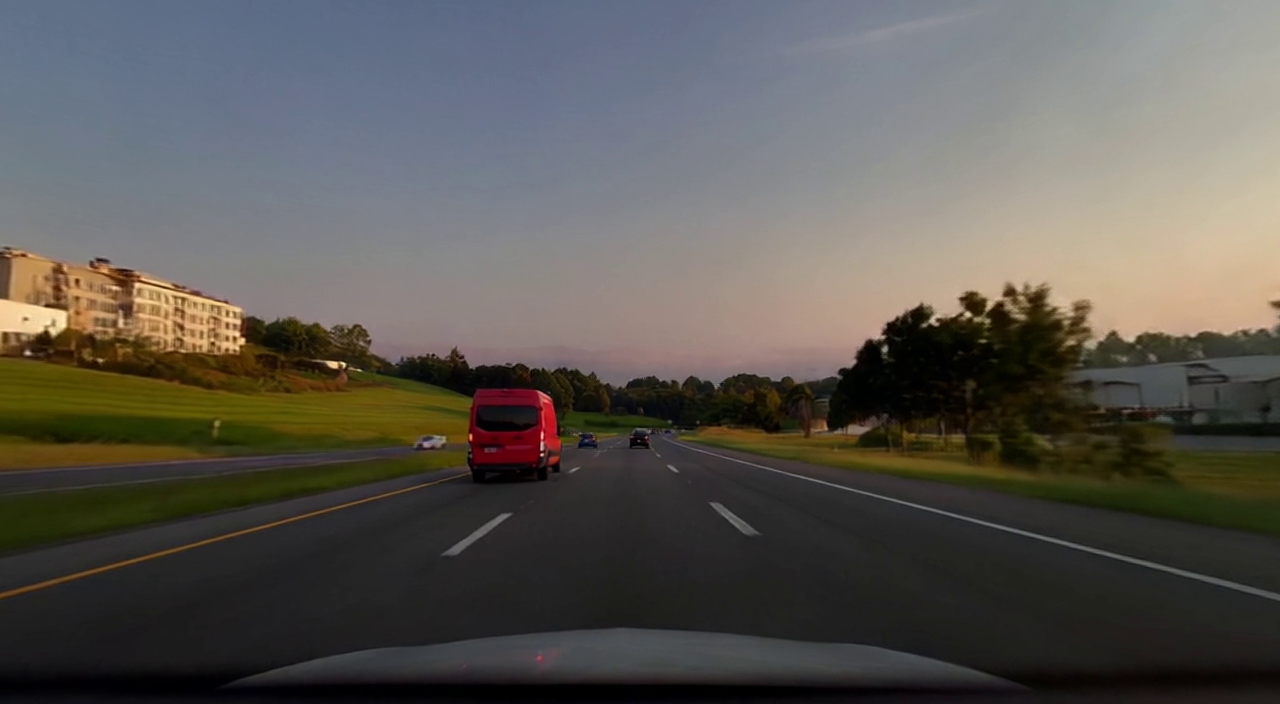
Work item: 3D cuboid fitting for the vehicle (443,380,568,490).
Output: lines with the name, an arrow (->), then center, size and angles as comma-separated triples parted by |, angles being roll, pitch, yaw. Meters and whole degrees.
vehicle -> -3.511, 2.353, 17.855 | 2.424, 2.577, 5.828 | 0, -8, -2

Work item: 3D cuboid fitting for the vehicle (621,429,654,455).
vehicle -> -0.174, 6.082, 42.594 | 2.104, 1.646, 4.176 | 0, -8, -1
